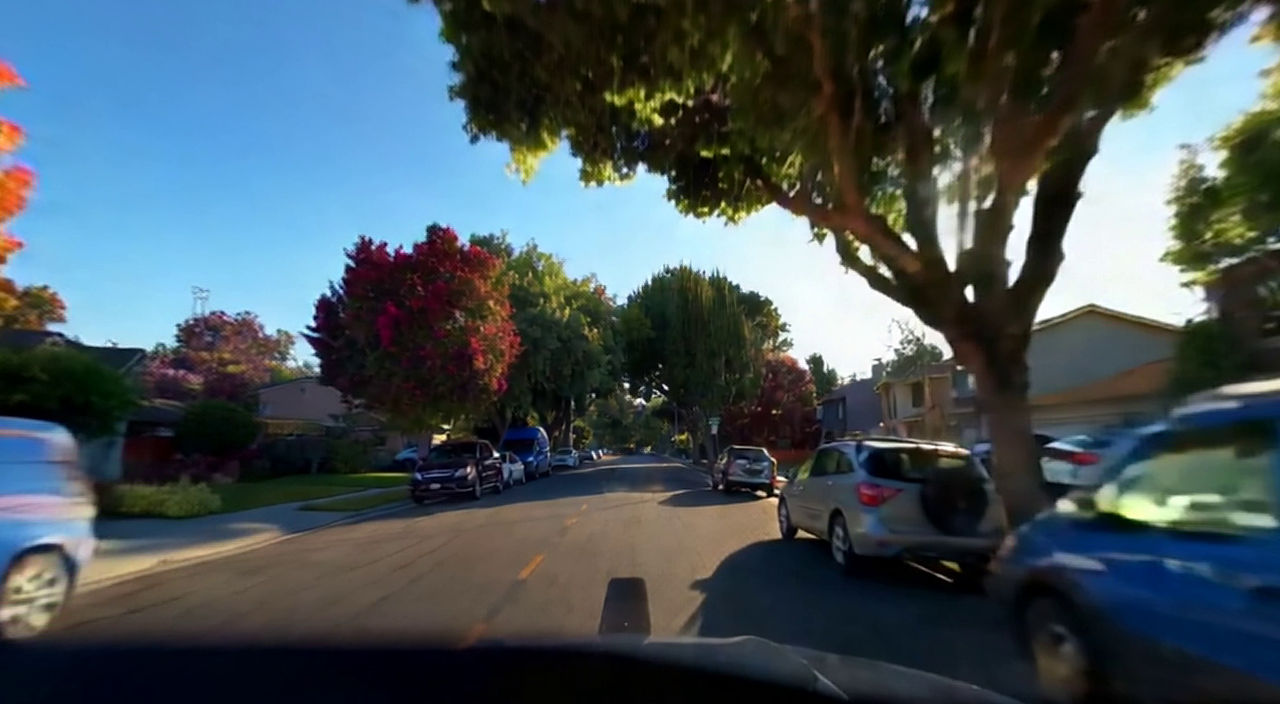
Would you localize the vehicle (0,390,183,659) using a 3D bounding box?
[{"bbox_3d":[-5.451,1.067,3.572,2.163,1.818,4.697,0,-8,0],"label":"vehicle"}]

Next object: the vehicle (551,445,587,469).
[{"bbox_3d":[-4.966,7.430,44.834,2.038,1.571,4.524,0,-8,0],"label":"vehicle"}]

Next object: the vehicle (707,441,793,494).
[{"bbox_3d":[3.414,3.683,20.503,1.945,1.514,4.552,0,-8,0],"label":"vehicle"}]

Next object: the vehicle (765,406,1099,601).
[{"bbox_3d":[3.145,1.730,8.193,2.172,1.764,4.685,0,-8,1],"label":"vehicle"}]

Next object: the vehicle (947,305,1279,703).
[{"bbox_3d":[3.159,0.714,1.714,2.059,1.824,5.045,0,-8,0],"label":"vehicle"}]

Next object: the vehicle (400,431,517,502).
[{"bbox_3d":[-5.297,3.386,19.133,2.090,1.855,4.494,0,-8,2],"label":"vehicle"}]
